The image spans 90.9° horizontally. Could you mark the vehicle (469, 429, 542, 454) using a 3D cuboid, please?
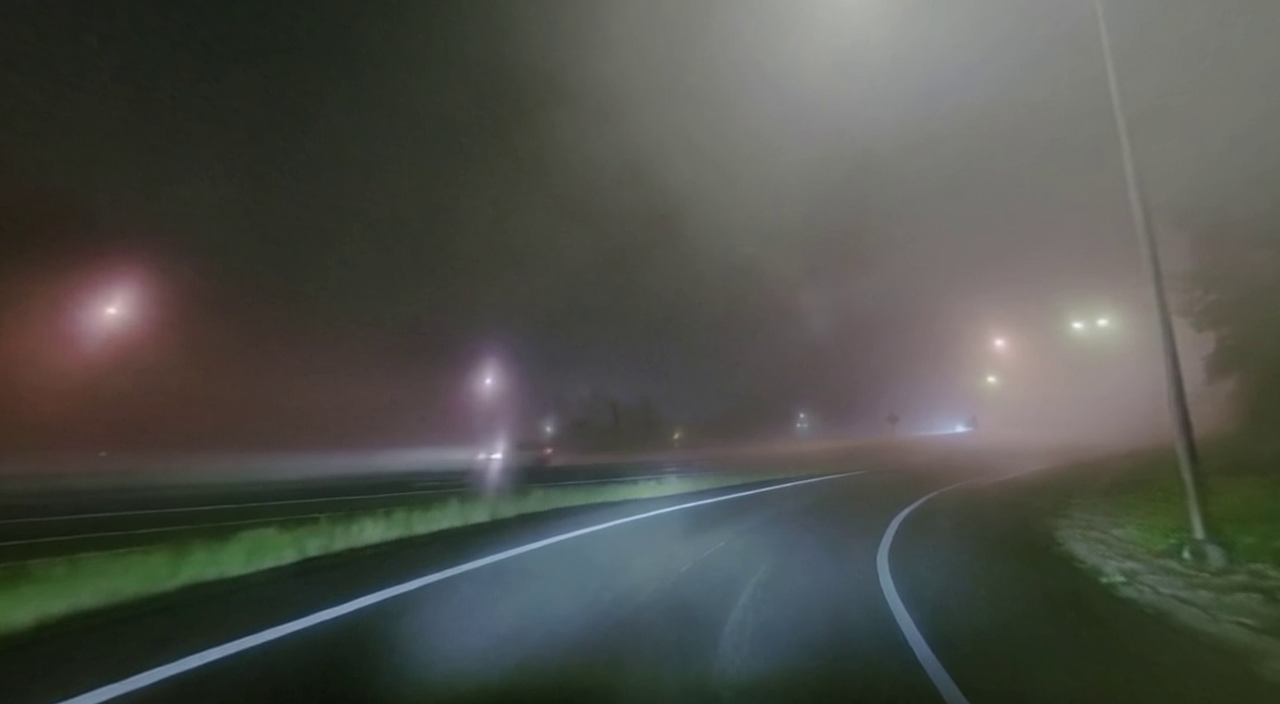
[{"bbox_3d":[-9.035,6.083,42.677,4.433,1.597,1.922,7,-11,-42],"label":"vehicle"}]
